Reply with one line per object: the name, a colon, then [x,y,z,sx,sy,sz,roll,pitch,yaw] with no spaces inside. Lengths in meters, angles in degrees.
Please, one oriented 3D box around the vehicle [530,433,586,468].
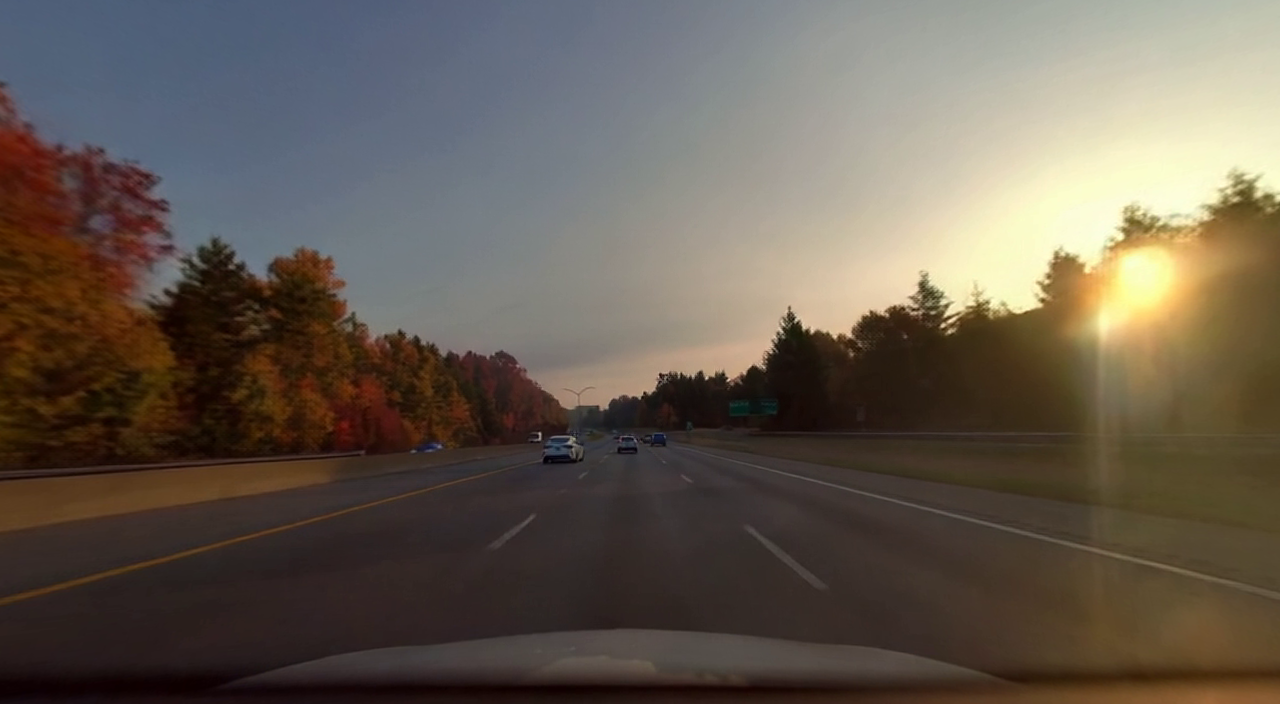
vehicle: [-3.803,4.654,30.013,2.103,1.507,4.367,0,-8,0]
